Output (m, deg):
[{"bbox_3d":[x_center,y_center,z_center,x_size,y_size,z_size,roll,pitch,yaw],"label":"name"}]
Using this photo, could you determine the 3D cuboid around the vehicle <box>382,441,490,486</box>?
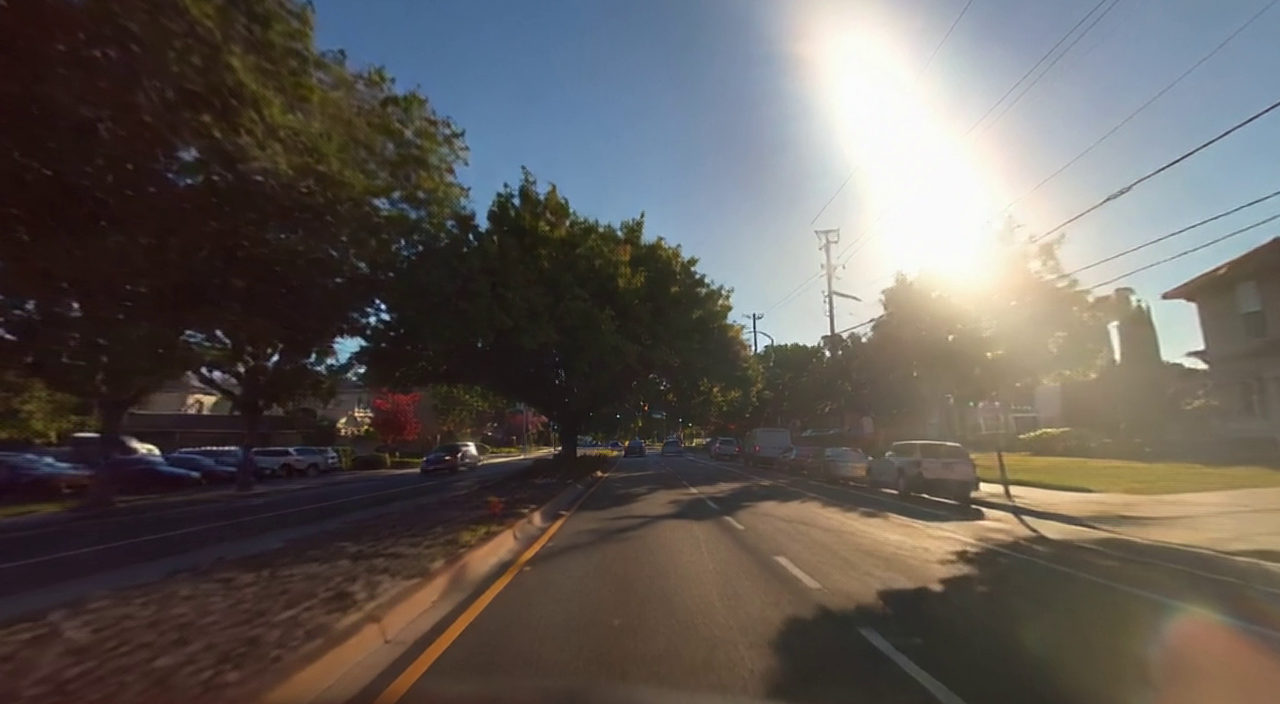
[{"bbox_3d":[-8.041,4.280,24.681,2.165,1.567,4.700,7,-11,-43],"label":"vehicle"}]

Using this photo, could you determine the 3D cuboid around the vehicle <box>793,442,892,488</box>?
[{"bbox_3d":[7.161,4.017,22.934,1.862,1.464,4.892,0,-8,-1],"label":"vehicle"}]

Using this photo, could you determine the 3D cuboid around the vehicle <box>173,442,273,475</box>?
[{"bbox_3d":[-24.750,6.395,37.741,1.980,1.780,4.859,-4,-11,12],"label":"vehicle"}]

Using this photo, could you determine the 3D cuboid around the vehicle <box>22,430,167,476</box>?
[{"bbox_3d":[-35.054,6.593,40.982,2.637,2.648,6.556,-4,-10,14],"label":"vehicle"}]

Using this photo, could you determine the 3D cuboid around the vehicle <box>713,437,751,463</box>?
[{"bbox_3d":[7.017,7.536,48.755,2.088,1.848,4.936,0,-9,-2],"label":"vehicle"}]

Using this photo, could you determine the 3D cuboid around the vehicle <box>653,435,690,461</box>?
[{"bbox_3d":[2.237,7.026,46.277,2.293,1.814,4.589,0,-8,-3],"label":"vehicle"}]

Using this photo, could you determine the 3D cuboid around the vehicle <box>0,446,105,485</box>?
[{"bbox_3d":[-25.314,4.632,26.010,1.893,1.477,4.621,-3,-9,15],"label":"vehicle"}]

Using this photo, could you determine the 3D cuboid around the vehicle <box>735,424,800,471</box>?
[{"bbox_3d":[7.115,5.413,36.103,2.323,2.433,5.901,0,-8,-1],"label":"vehicle"}]

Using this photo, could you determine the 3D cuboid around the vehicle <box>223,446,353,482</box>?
[{"bbox_3d":[-15.405,4.891,27.788,4.635,1.457,2.060,-2,-8,10],"label":"vehicle"}]

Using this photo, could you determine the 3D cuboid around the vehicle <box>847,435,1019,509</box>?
[{"bbox_3d":[7.393,3.048,16.685,1.951,1.601,5.147,0,-8,-2],"label":"vehicle"}]
